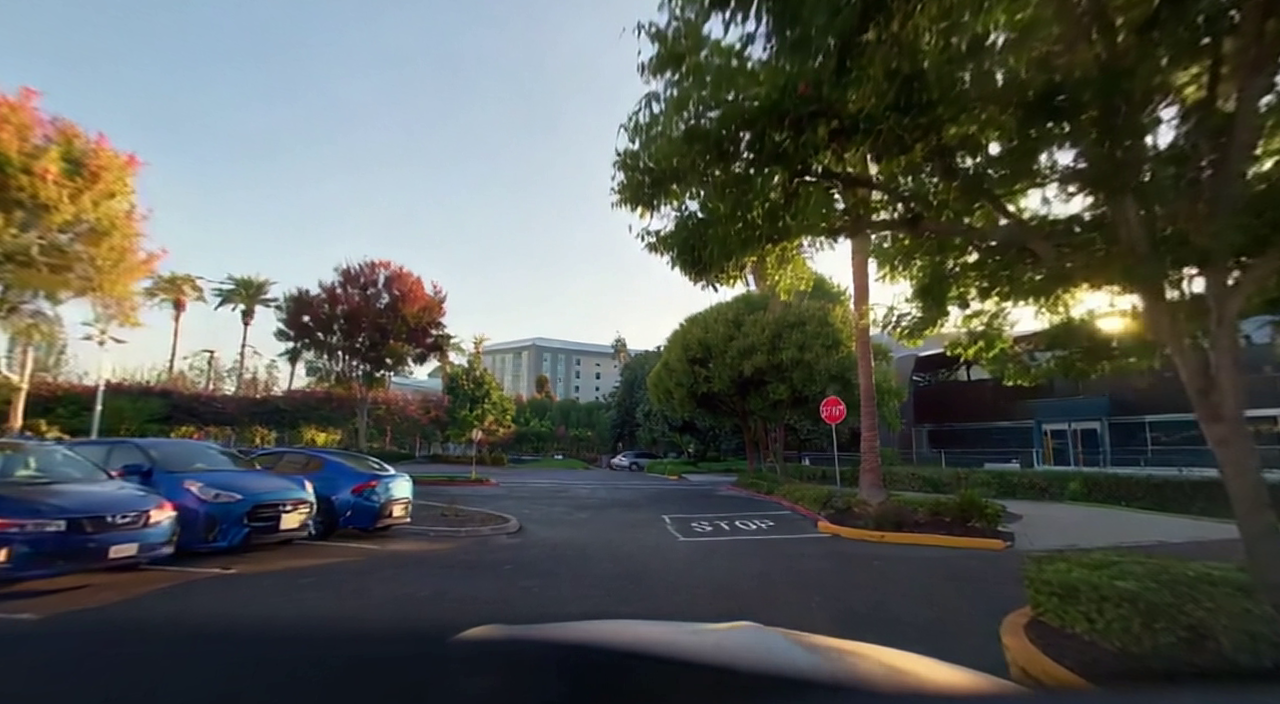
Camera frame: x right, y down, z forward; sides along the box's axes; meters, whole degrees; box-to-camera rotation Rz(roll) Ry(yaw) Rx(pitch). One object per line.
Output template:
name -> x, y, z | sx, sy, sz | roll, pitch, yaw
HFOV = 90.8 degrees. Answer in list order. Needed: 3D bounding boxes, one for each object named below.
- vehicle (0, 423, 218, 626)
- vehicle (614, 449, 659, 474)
vehicle -> -7.375, 1.543, 6.557 | 4.416, 1.636, 2.206 | 2, -9, 7
vehicle -> -0.305, 7.742, 44.985 | 2.071, 1.700, 4.367 | 3, -9, -16
